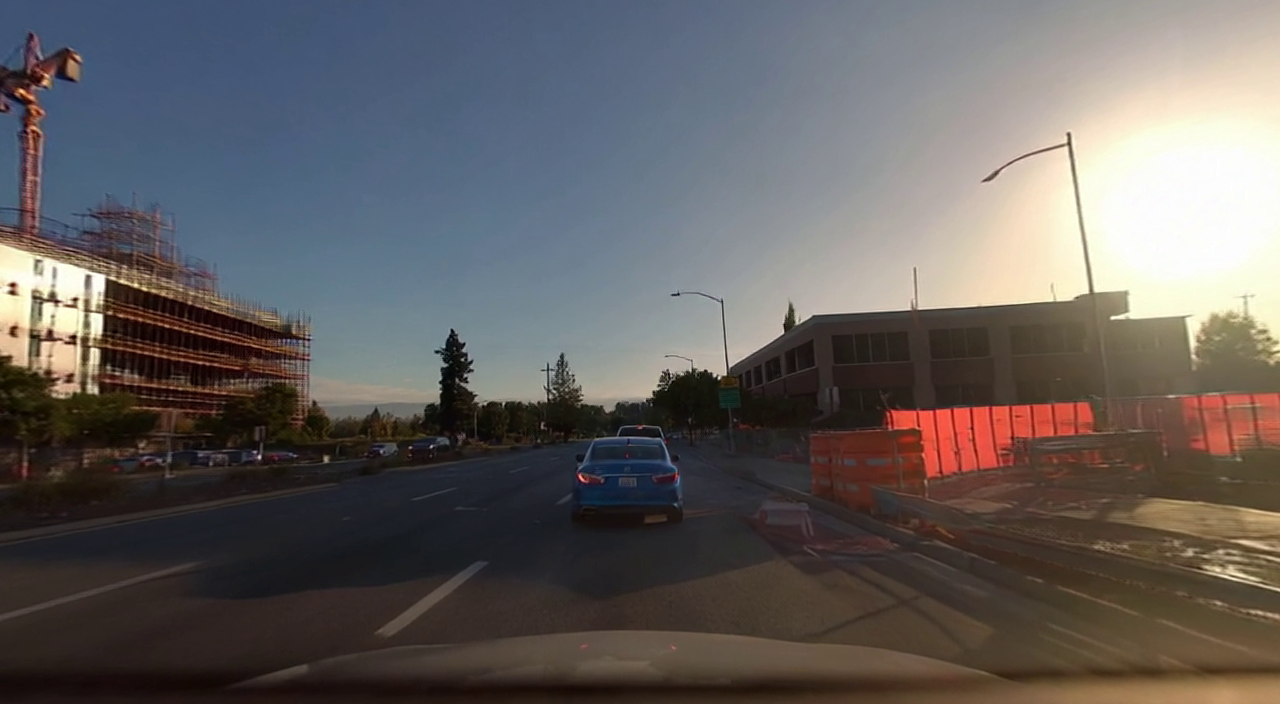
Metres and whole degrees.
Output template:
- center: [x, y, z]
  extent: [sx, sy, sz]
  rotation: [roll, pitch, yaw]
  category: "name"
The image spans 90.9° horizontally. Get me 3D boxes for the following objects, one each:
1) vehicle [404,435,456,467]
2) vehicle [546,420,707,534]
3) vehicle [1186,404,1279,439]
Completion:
- center: [-10.460, 4.863, 31.160]
  extent: [2.072, 1.465, 4.394]
  rotation: [3, -9, -22]
  category: "vehicle"
- center: [-0.171, 1.951, 10.390]
  extent: [2.112, 1.482, 4.076]
  rotation: [0, -8, 0]
  category: "vehicle"
- center: [27.732, 3.142, 28.365]
  extent: [4.455, 1.494, 1.926]
  rotation: [0, -8, 0]
  category: "vehicle"
